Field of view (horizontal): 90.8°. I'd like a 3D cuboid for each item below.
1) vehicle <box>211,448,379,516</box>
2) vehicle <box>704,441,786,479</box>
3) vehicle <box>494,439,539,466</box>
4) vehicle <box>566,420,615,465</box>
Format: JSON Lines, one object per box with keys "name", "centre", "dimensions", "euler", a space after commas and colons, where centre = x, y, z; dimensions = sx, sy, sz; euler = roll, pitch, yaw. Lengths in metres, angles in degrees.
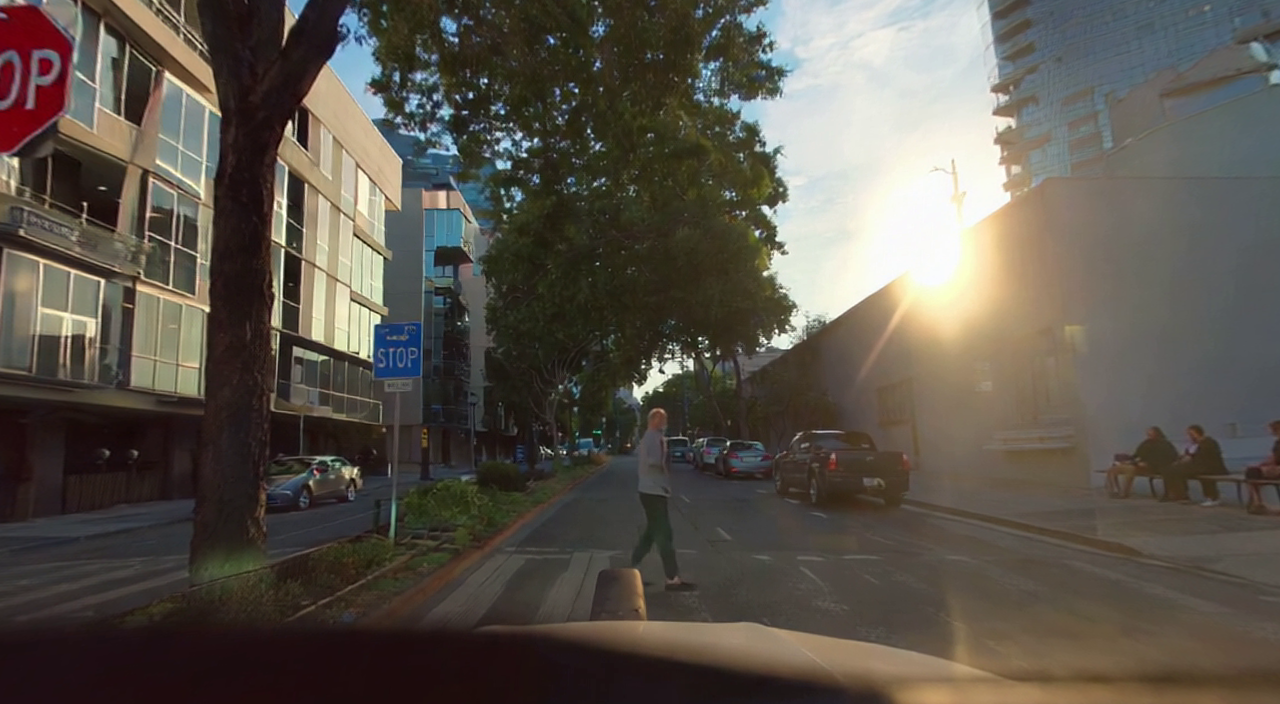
{"name": "vehicle", "centre": [-8.794, 3.307, 16.650], "dimensions": [2.007, 1.503, 4.343], "euler": [0, -8, -1]}
{"name": "vehicle", "centre": [4.586, 4.567, 27.101], "dimensions": [1.858, 1.491, 4.329], "euler": [-5, -10, 33]}
{"name": "vehicle", "centre": [-8.847, 7.264, 45.733], "dimensions": [2.256, 1.802, 4.333], "euler": [0, -8, 2]}
{"name": "vehicle", "centre": [-3.001, 5.766, 40.216], "dimensions": [2.317, 2.596, 6.053], "euler": [0, -8, 3]}
